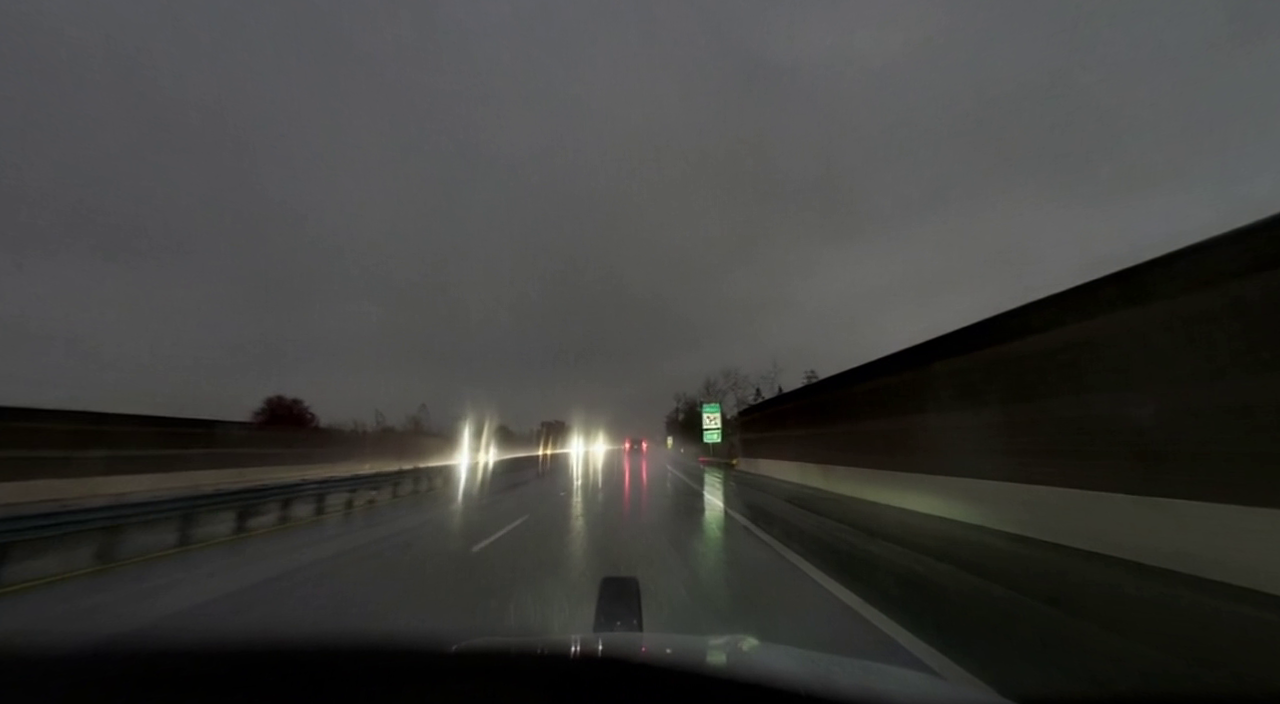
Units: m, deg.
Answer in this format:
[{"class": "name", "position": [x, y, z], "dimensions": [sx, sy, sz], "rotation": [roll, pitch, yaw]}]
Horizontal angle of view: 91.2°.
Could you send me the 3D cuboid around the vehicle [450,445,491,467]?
[{"class": "vehicle", "position": [-13.178, 8.084, 48.929], "dimensions": [1.897, 1.568, 4.209], "rotation": [-1, -9, 1]}]
